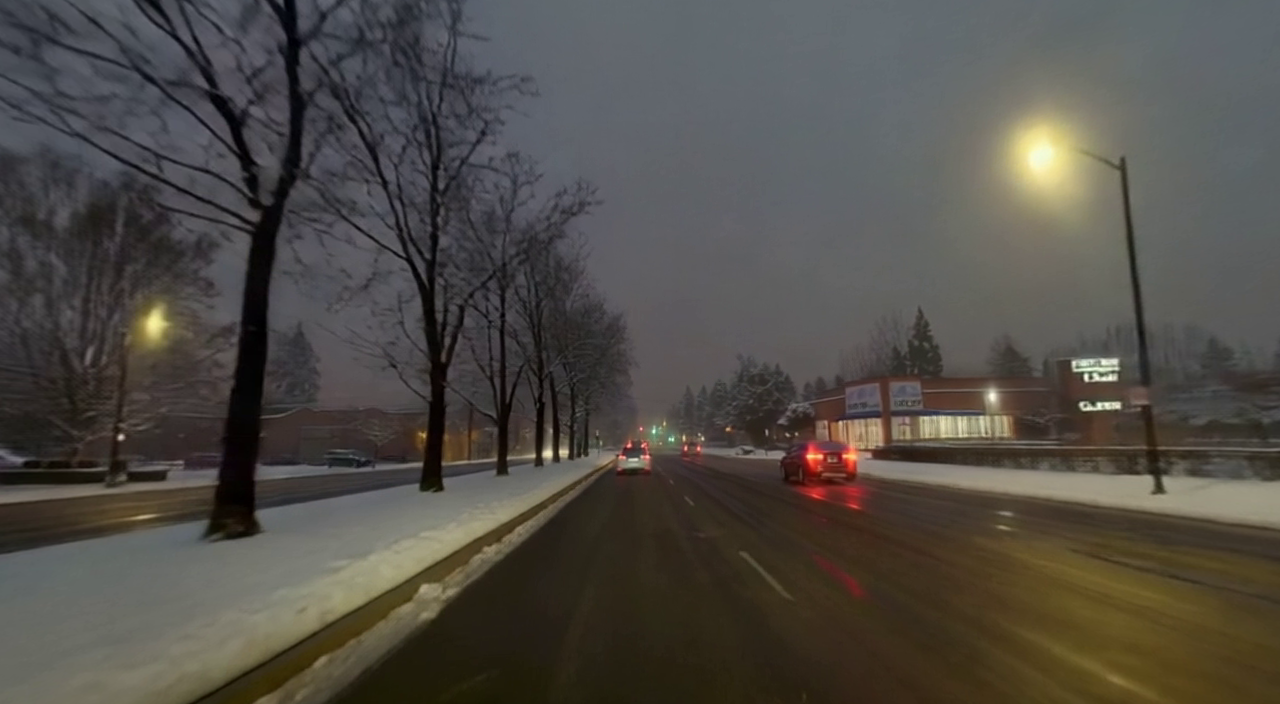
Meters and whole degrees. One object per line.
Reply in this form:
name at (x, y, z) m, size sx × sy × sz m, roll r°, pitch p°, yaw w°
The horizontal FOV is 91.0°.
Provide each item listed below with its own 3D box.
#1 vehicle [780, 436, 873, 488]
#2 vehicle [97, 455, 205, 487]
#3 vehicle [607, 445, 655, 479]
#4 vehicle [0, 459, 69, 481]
vehicle at (6.430, 3.833, 22.202) m, size 1.949 × 1.647 × 3.894 m, roll 0°, pitch -8°, yaw -2°
vehicle at (-24.408, 5.921, 31.507) m, size 3.898 × 1.459 × 1.680 m, roll 1°, pitch -8°, yaw -2°
vehicle at (-0.373, 4.775, 27.605) m, size 1.970 × 1.402 × 3.756 m, roll 0°, pitch -8°, yaw 0°
vehicle at (-45.532, 8.756, 46.847) m, size 4.103 × 1.568 × 1.869 m, roll 0°, pitch -8°, yaw -1°
